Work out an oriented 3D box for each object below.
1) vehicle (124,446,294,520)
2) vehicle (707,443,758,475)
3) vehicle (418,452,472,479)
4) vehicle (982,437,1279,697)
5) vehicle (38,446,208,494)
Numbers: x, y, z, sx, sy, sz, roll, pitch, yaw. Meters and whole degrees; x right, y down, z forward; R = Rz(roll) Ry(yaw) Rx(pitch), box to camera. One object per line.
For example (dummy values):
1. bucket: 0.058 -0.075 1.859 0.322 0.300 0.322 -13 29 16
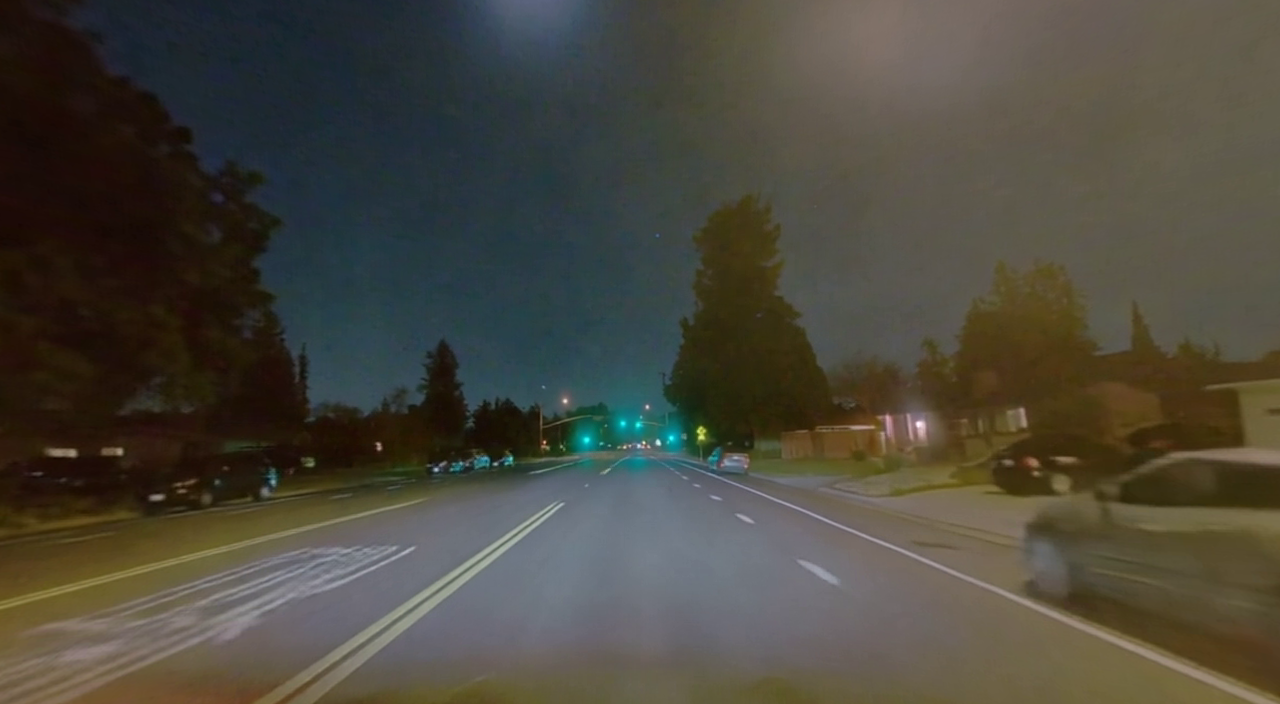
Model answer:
1. vehicle: -12.688 3.815 19.056 2.049 1.782 4.460 -4 -8 0
2. vehicle: 4.676 5.490 32.635 1.925 1.482 4.746 0 -8 0
3. vehicle: -12.340 7.161 40.208 1.940 1.452 4.485 -3 -9 1
4. vehicle: 4.612 1.354 4.508 1.970 1.455 4.233 0 -8 0
5. vehicle: -20.303 4.625 25.022 4.744 1.752 2.008 1 -9 -6
